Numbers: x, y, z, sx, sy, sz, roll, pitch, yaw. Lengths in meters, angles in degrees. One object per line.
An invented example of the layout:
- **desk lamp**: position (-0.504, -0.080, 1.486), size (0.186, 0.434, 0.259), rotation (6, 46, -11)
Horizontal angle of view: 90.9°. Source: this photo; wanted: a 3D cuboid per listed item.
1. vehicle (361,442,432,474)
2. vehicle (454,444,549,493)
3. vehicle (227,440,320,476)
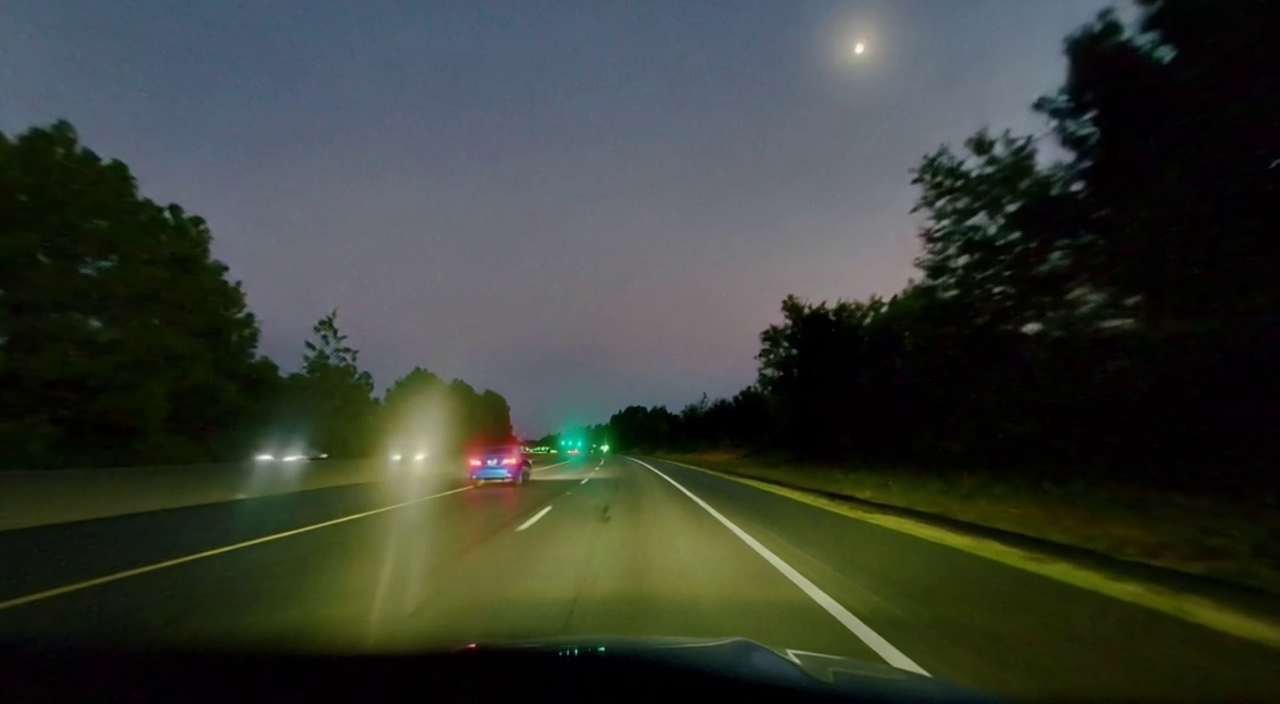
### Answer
- **vehicle**: position (-11.747, 5.155, 30.740), size (1.767, 1.417, 4.231), rotation (0, -9, 0)
- **vehicle**: position (-4.426, 3.808, 20.934), size (2.126, 1.411, 4.433), rotation (0, -9, 1)
- **vehicle**: position (-16.024, 4.663, 27.791), size (1.821, 1.460, 3.851), rotation (0, -9, -1)
